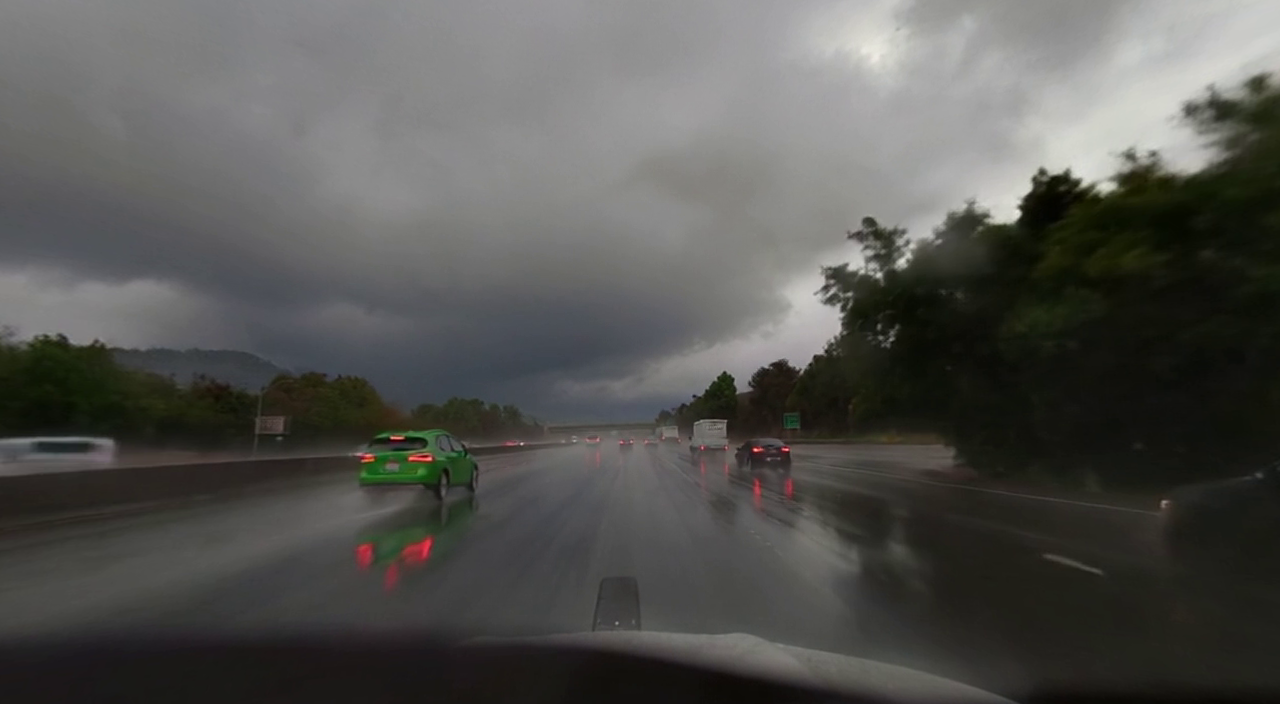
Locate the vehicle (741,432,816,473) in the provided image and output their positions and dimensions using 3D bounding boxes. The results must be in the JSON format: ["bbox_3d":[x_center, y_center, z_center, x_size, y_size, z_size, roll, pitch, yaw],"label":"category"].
[{"bbox_3d":[5.253,3.859,24.483,1.920,1.436,3.890,0,-8,-2],"label":"vehicle"}]

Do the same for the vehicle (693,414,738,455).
[{"bbox_3d":[5.582,6.226,47.494,2.588,2.910,5.511,0,-8,-2],"label":"vehicle"}]

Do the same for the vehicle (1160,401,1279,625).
[{"bbox_3d":[5.305,0.915,2.995,2.028,1.488,4.236,0,-8,0],"label":"vehicle"}]

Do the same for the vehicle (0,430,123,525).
[{"bbox_3d":[-12.985,2.428,12.400,2.036,1.750,4.214,0,-8,-1],"label":"vehicle"}]

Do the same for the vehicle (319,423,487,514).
[{"bbox_3d":[-4.593,2.292,12.924,1.966,1.570,3.859,0,-8,0],"label":"vehicle"}]
